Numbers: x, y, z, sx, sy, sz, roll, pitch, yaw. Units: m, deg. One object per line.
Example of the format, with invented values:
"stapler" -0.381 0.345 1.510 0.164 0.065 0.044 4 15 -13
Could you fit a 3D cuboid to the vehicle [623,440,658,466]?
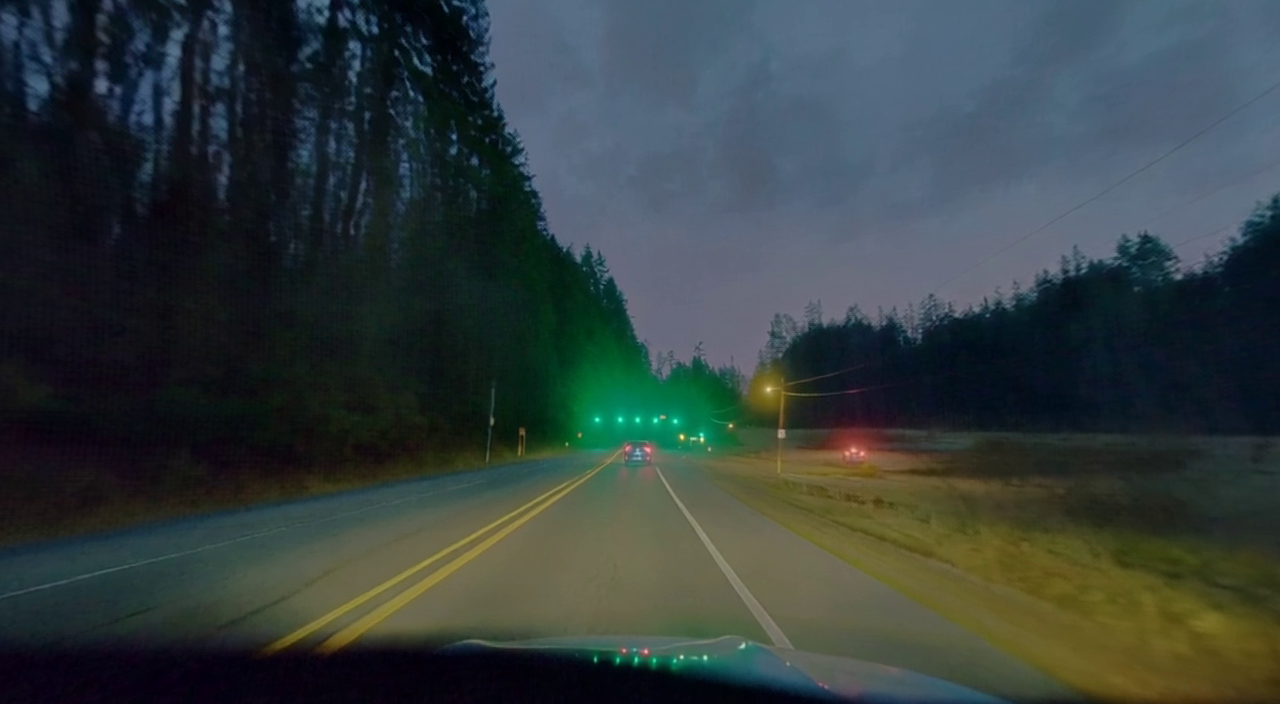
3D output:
"vehicle" 0.033 6.287 39.483 2.042 1.489 3.963 0 -8 0
